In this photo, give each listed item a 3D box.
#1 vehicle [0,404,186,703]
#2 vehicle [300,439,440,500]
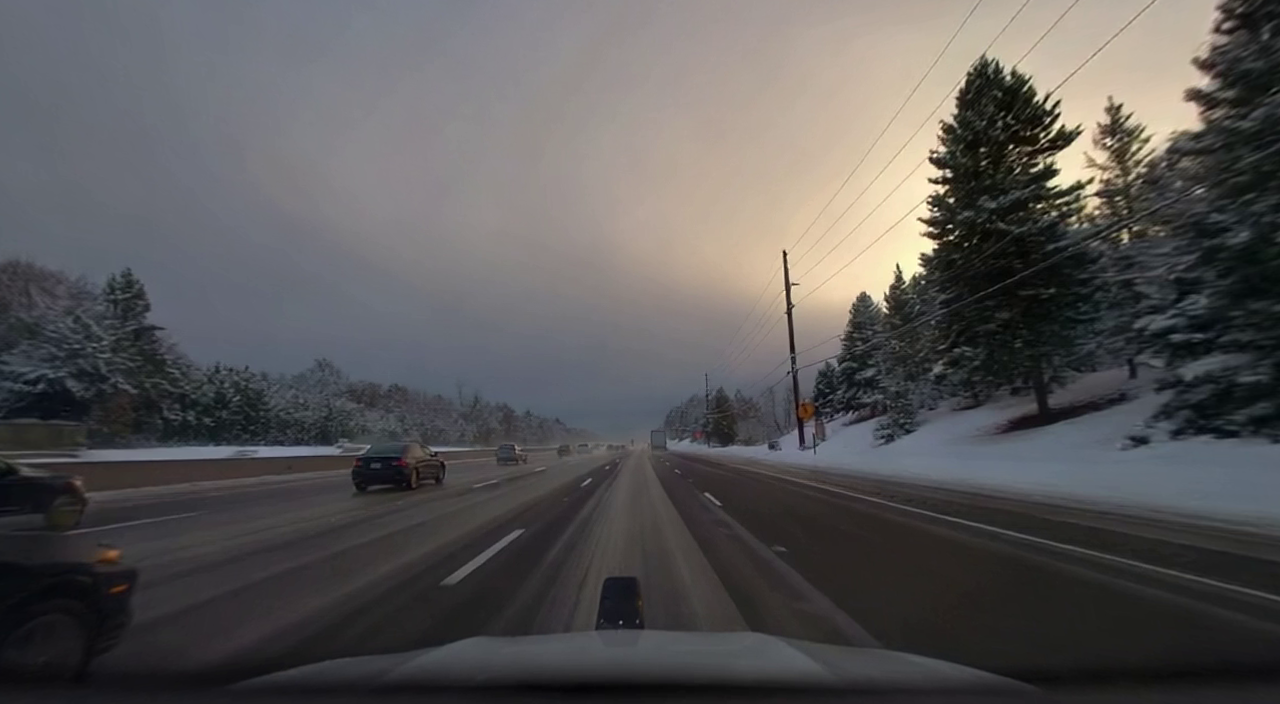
[{"bbox_3d":[-3.723,0.771,1.173,2.045,1.532,4.954,0,-9,0],"label":"vehicle"},{"bbox_3d":[-7.550,3.329,18.241,1.946,1.514,4.687,0,-9,1],"label":"vehicle"}]
